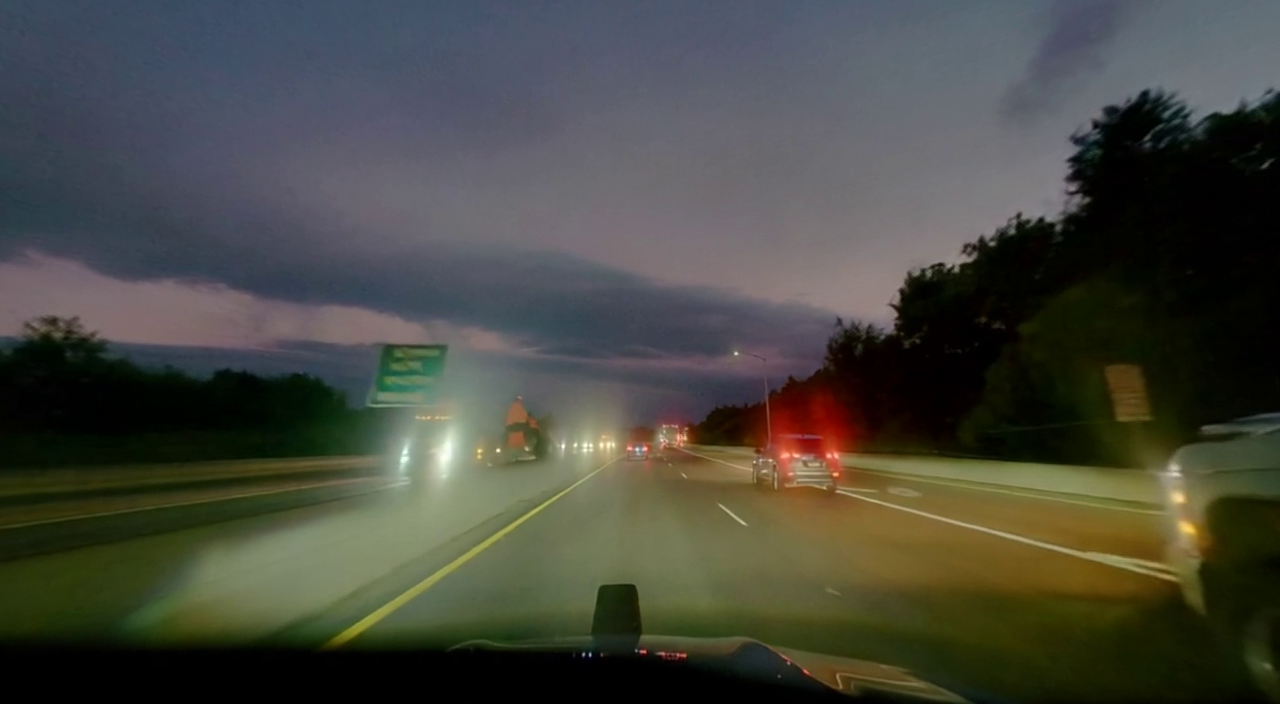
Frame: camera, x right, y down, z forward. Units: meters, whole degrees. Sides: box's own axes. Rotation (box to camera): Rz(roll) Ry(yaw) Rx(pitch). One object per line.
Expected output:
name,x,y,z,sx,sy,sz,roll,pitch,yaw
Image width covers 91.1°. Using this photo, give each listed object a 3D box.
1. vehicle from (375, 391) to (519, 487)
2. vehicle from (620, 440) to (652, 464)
vehicle,-8.154,3.980,28.448,3.088,3.551,10.063,0,-8,1
vehicle,-0.261,6.558,41.150,2.004,1.472,4.075,0,-8,-1
